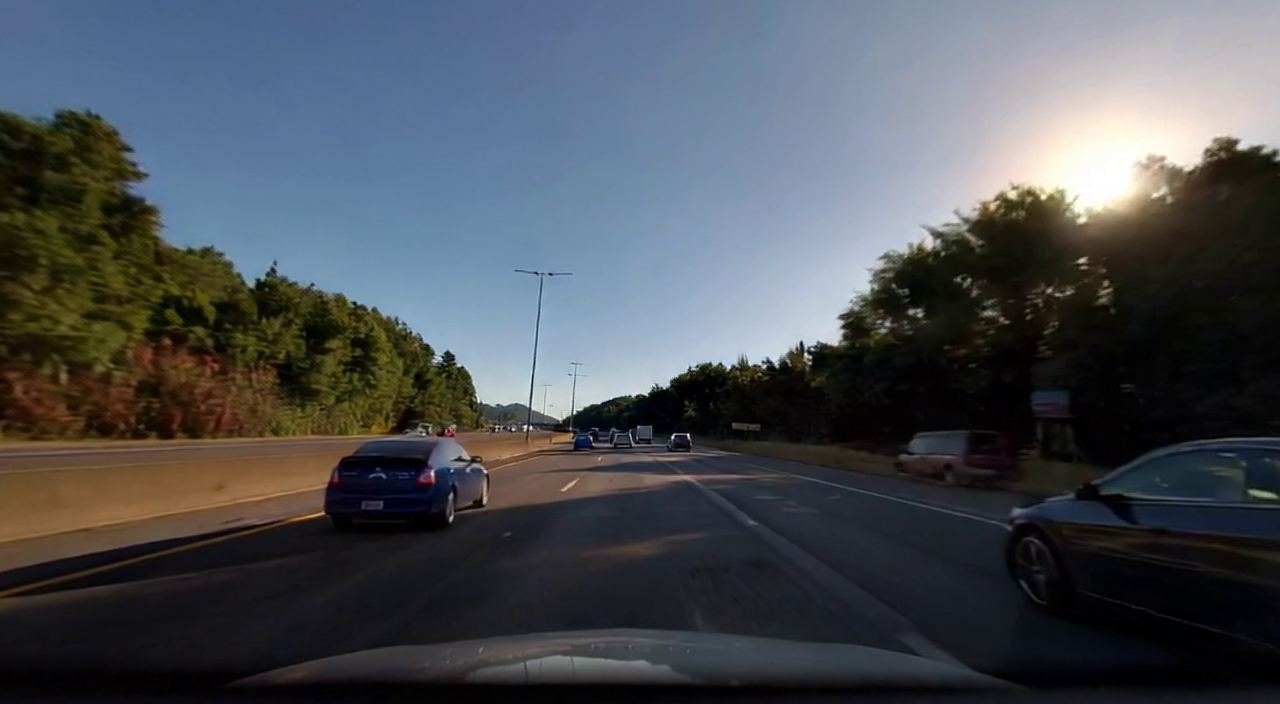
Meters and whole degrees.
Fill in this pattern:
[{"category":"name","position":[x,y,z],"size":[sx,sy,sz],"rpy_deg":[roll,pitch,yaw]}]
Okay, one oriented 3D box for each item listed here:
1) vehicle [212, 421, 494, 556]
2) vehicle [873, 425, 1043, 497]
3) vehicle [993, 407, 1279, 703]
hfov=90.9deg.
[{"category":"vehicle","position":[-3.876,1.902,9.740],"size":[2.032,1.535,4.889],"rpy_deg":[0,-8,0]},{"category":"vehicle","position":[8.420,2.902,17.289],"size":[2.156,1.679,4.492],"rpy_deg":[0,-8,-2]},{"category":"vehicle","position":[3.797,1.054,3.055],"size":[1.883,1.536,3.792],"rpy_deg":[0,-8,-2]}]
